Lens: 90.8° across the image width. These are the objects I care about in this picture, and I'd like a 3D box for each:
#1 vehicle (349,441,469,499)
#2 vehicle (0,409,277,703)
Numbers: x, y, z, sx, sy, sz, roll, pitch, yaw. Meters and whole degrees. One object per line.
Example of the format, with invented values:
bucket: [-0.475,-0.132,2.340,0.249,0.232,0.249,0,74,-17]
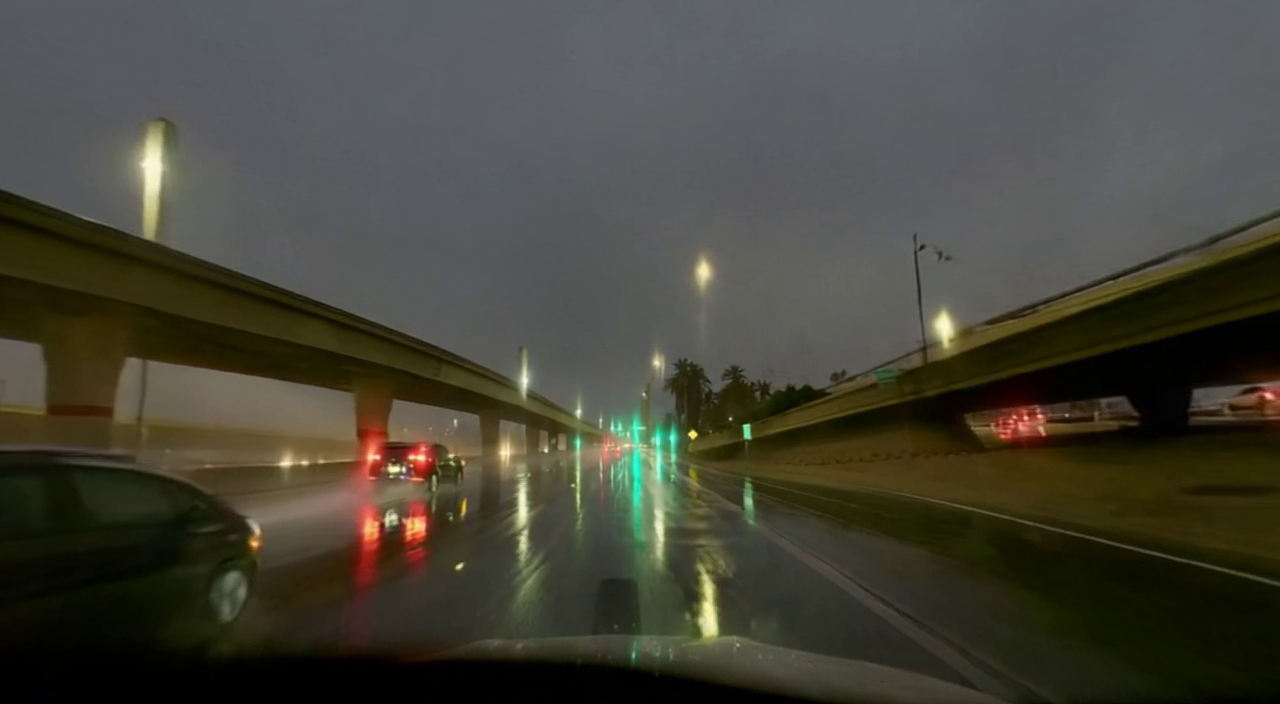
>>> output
vehicle: [-6.661,3.425,18.778,1.914,1.503,4.268,0,-9,0]
vehicle: [-3.527,0.912,1.989,1.978,1.499,4.695,0,-9,0]
